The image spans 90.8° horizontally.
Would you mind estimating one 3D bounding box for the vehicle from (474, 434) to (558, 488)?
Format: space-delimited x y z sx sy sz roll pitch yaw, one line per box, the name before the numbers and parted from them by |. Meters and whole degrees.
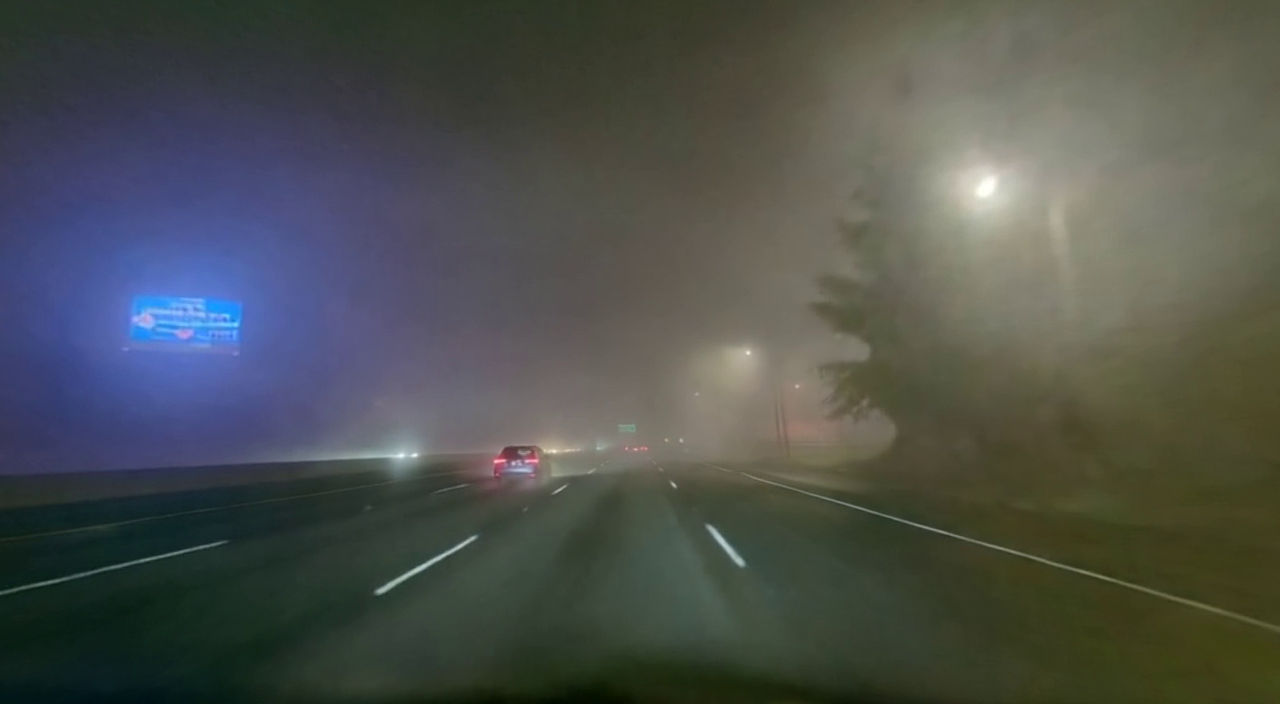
vehicle | -4.329 3.894 22.919 2.102 1.727 4.704 0 -9 0
